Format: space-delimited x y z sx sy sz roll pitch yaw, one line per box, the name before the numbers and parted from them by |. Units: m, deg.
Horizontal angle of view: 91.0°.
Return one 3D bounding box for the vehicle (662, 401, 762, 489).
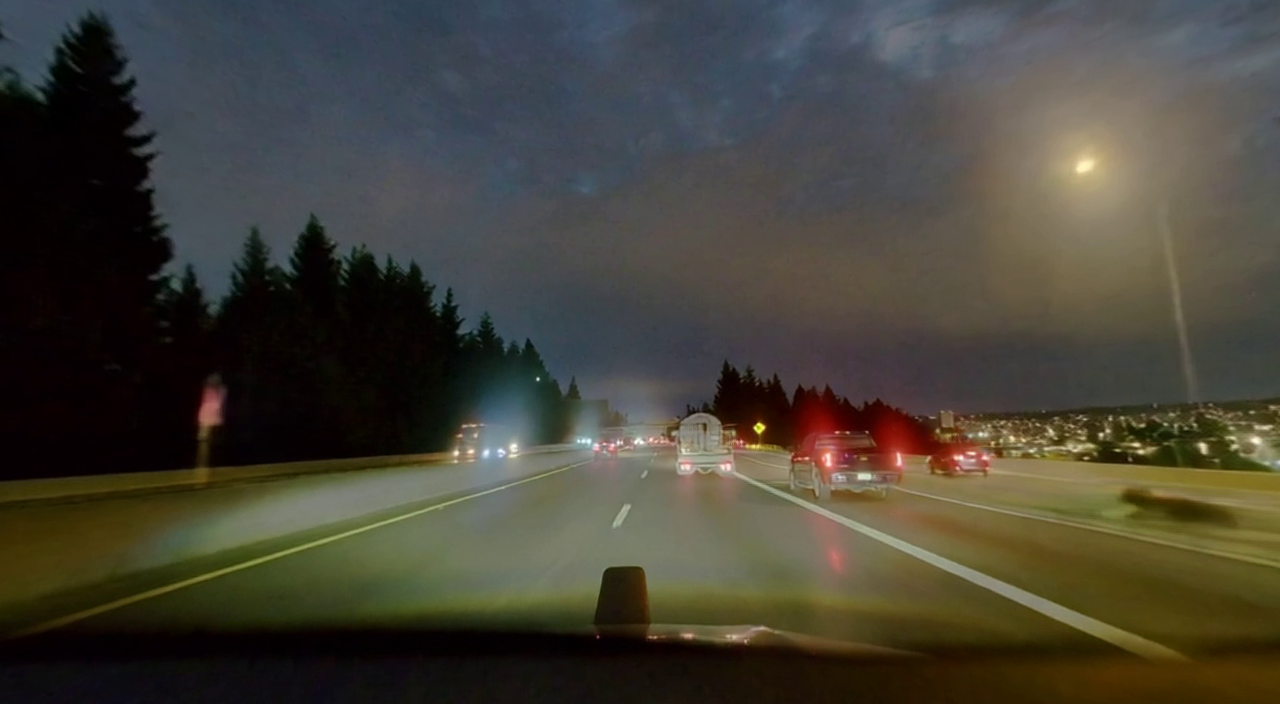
vehicle | 2.104 3.050 20.791 2.677 2.439 6.402 0 -8 1
